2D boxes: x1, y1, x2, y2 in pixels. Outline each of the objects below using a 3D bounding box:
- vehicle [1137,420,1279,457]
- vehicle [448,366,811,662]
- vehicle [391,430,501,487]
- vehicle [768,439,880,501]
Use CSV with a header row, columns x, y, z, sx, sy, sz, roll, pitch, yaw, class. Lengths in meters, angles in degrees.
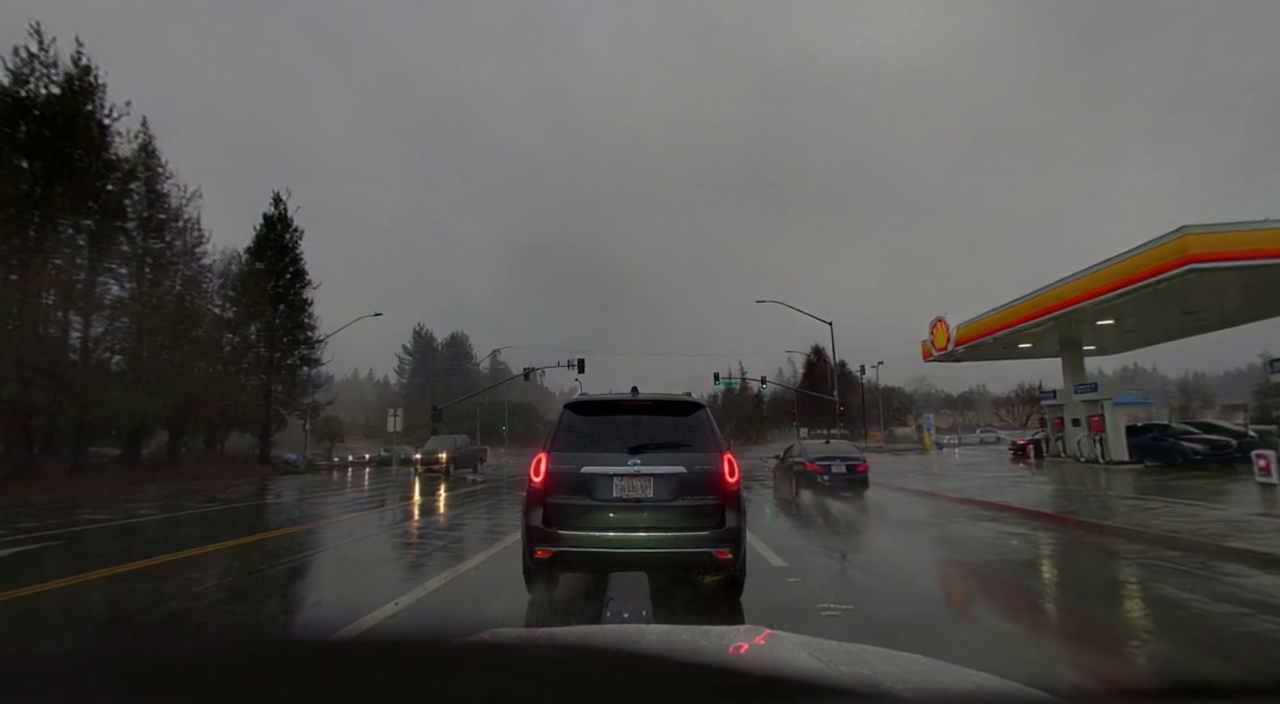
x,y,z,sx,sy,sz,roll,pitch,yaw,class
25.944,3.967,28.775,4.551,1.616,1.973,-2,-9,11,vehicle
0.011,1.320,6.134,2.236,1.819,4.291,0,-9,2,vehicle
-6.635,3.707,22.175,2.065,1.753,4.525,-1,-9,5,vehicle
4.937,3.217,17.643,2.041,1.490,4.471,-1,-9,4,vehicle
